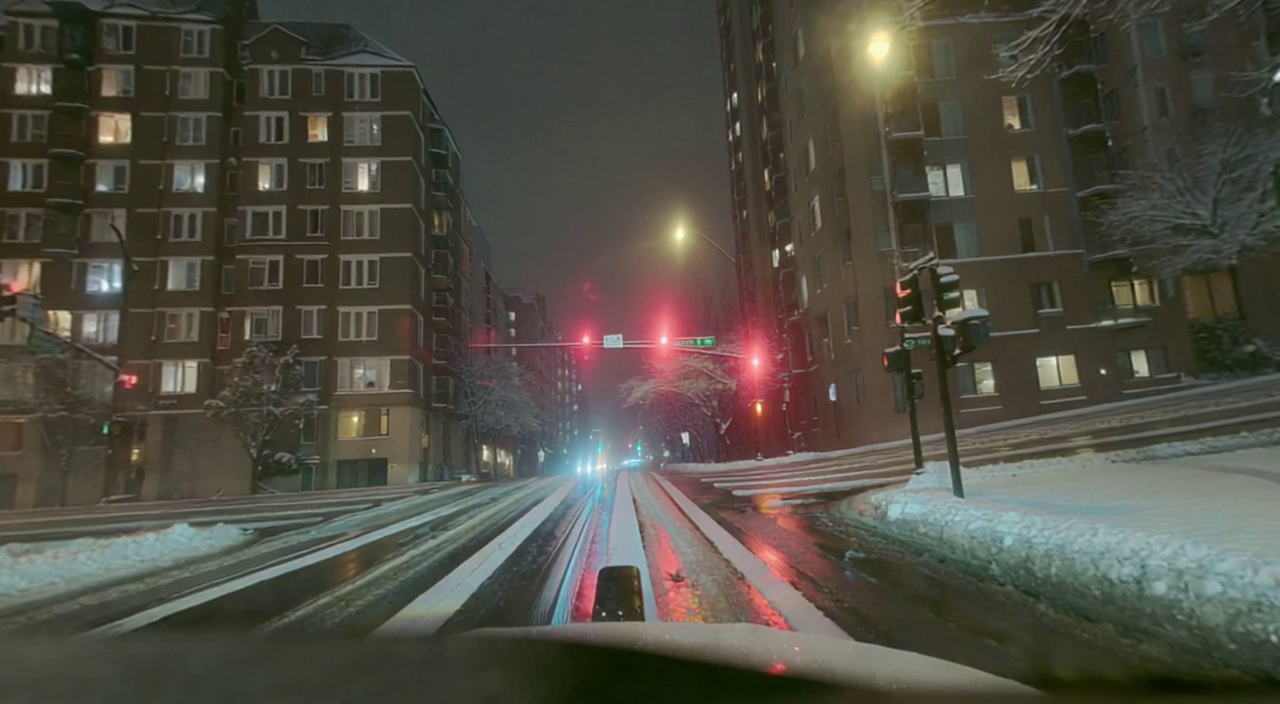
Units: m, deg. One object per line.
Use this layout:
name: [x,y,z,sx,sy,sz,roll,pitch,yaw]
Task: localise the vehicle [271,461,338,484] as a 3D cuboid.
vehicle: [-24.652,8.820,46.289,3.882,1.600,1.768,0,-9,2]
